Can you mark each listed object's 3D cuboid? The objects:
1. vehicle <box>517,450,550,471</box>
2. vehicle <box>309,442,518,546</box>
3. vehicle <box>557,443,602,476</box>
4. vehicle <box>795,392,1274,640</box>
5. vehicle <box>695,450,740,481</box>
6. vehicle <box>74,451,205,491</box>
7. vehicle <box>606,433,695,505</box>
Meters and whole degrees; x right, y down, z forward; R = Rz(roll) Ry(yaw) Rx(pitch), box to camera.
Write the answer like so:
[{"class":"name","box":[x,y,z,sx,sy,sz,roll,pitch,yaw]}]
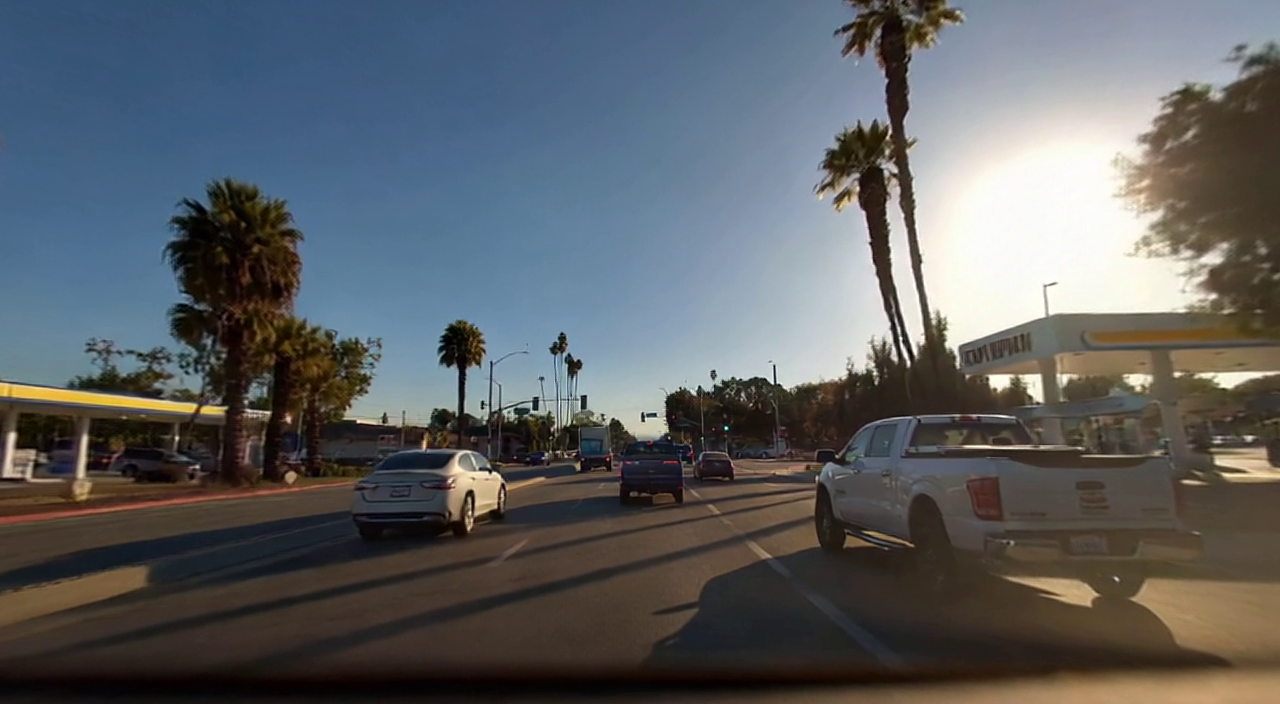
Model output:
[{"class":"vehicle","box":[-8.333,8.511,49.531,1.921,1.489,4.250,0,-8,-1]},{"class":"vehicle","box":[-3.820,2.454,11.694,1.983,1.502,4.720,-1,-8,2]},{"class":"vehicle","box":[-3.461,6.243,36.844,2.071,1.811,4.605,0,-8,2]},{"class":"vehicle","box":[3.612,1.620,7.488,2.120,1.828,5.531,0,-8,0]},{"class":"vehicle","box":[3.931,5.815,32.429,1.901,1.401,3.965,0,-8,1]},{"class":"vehicle","box":[-29.274,6.937,37.147,2.543,2.092,6.613,0,-8,-3]},{"class":"vehicle","box":[0.305,3.416,18.979,2.295,1.835,5.471,0,-8,1]}]
